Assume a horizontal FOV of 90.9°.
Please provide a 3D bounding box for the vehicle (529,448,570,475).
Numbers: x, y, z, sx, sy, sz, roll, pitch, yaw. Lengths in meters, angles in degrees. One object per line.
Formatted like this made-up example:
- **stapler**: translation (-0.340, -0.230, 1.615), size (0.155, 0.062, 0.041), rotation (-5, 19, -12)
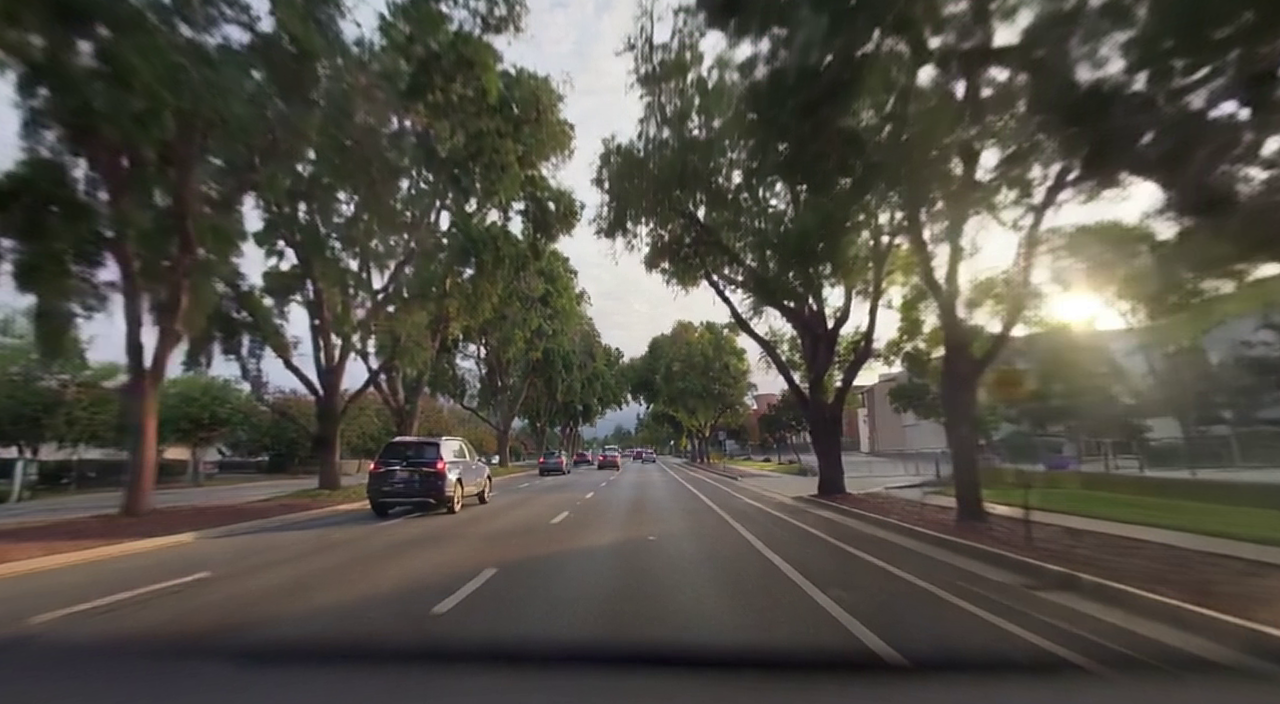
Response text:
- **vehicle**: translation (-6.026, 7.384, 42.533), size (1.985, 1.708, 4.310), rotation (0, -9, 2)

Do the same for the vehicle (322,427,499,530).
- **vehicle**: translation (-4.457, 2.531, 13.117), size (2.123, 1.761, 4.322), rotation (0, -9, -1)
